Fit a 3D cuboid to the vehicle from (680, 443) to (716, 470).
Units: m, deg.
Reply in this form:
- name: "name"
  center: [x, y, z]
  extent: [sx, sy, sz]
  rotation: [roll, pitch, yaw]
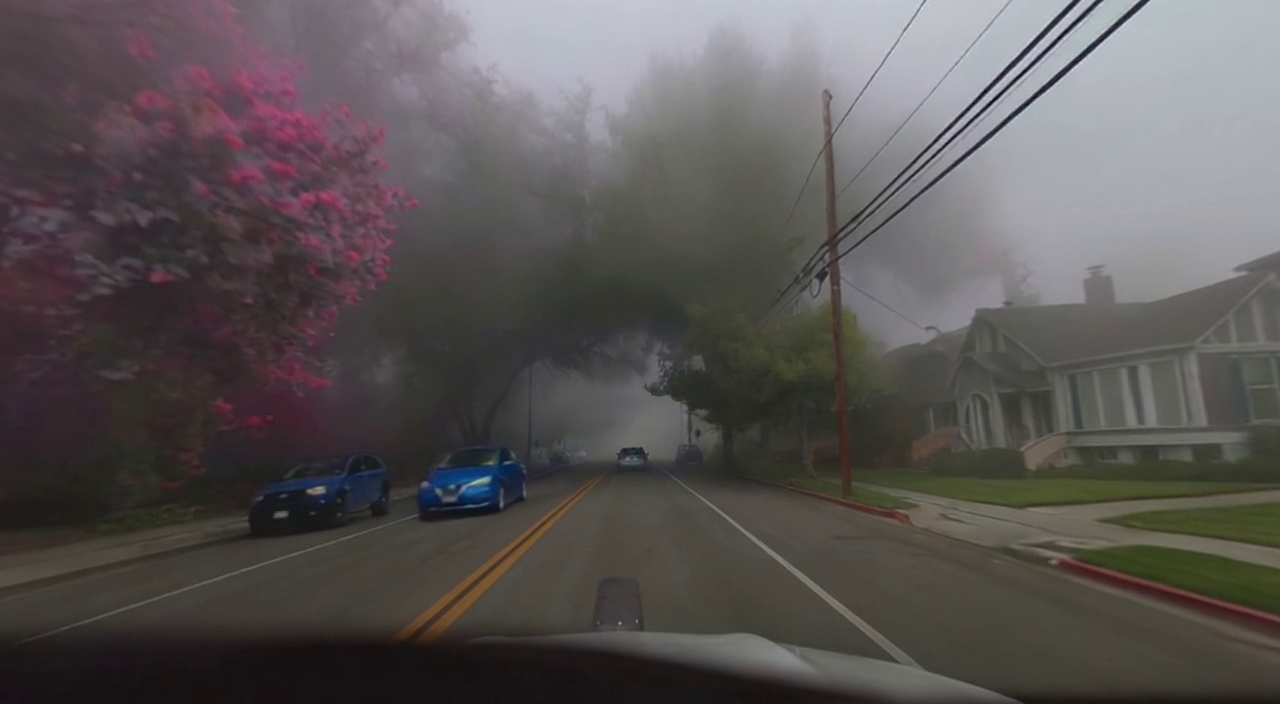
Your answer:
- name: "vehicle"
  center: [3.795, 6.886, 41.606]
  extent: [1.895, 1.640, 4.090]
  rotation: [0, -9, -1]

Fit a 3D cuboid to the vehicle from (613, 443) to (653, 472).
- name: "vehicle"
  center: [-0.393, 5.861, 35.235]
  extent: [2.104, 1.500, 3.815]
  rotation: [0, -8, -1]

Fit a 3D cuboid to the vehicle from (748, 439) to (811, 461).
- name: "vehicle"
  center: [10.929, 7.723, 49.584]
  extent: [4.467, 1.727, 2.009]
  rotation: [0, -9, -1]

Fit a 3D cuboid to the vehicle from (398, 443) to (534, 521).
- name: "vehicle"
  center: [-3.854, 2.934, 14.829]
  extent: [2.022, 1.534, 4.320]
  rotation: [0, -8, -1]

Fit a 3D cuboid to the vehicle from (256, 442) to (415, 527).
- name: "vehicle"
  center: [-7.675, 3.401, 16.478]
  extent: [2.022, 1.795, 4.337]
  rotation: [-3, -10, 0]
